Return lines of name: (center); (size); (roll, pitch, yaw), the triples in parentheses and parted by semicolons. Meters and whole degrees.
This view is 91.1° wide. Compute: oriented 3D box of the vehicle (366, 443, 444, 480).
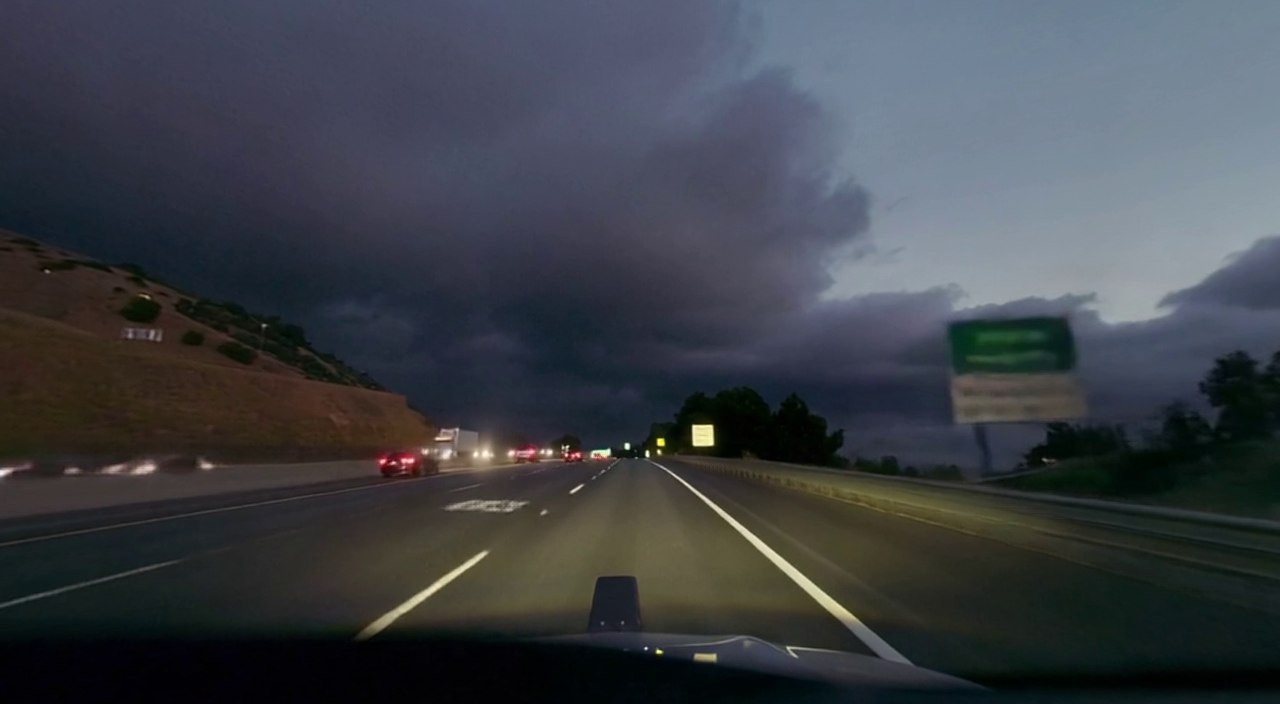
vehicle: (-11.159, 5.198, 30.205); (2.001, 1.625, 4.528); (0, -8, 0)

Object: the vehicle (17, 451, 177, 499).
vehicle: (-18.428, 4.155, 21.627); (1.831, 1.434, 4.144); (0, -8, -1)
